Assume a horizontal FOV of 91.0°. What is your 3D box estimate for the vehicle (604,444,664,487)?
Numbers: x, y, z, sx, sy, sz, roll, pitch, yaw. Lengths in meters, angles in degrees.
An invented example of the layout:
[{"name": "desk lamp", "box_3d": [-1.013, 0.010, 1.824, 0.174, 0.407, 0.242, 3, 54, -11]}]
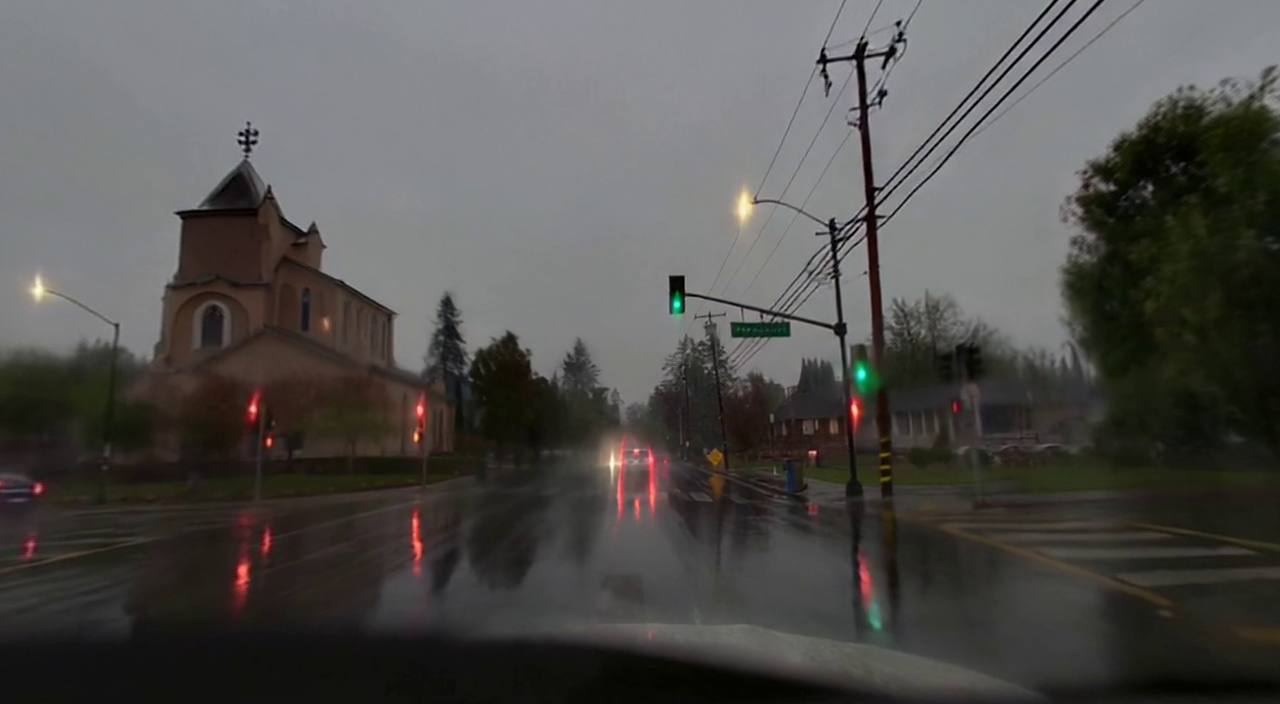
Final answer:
[{"name": "vehicle", "box_3d": [-0.238, 4.296, 24.178, 2.093, 1.497, 4.010, 0, -9, -1]}]
